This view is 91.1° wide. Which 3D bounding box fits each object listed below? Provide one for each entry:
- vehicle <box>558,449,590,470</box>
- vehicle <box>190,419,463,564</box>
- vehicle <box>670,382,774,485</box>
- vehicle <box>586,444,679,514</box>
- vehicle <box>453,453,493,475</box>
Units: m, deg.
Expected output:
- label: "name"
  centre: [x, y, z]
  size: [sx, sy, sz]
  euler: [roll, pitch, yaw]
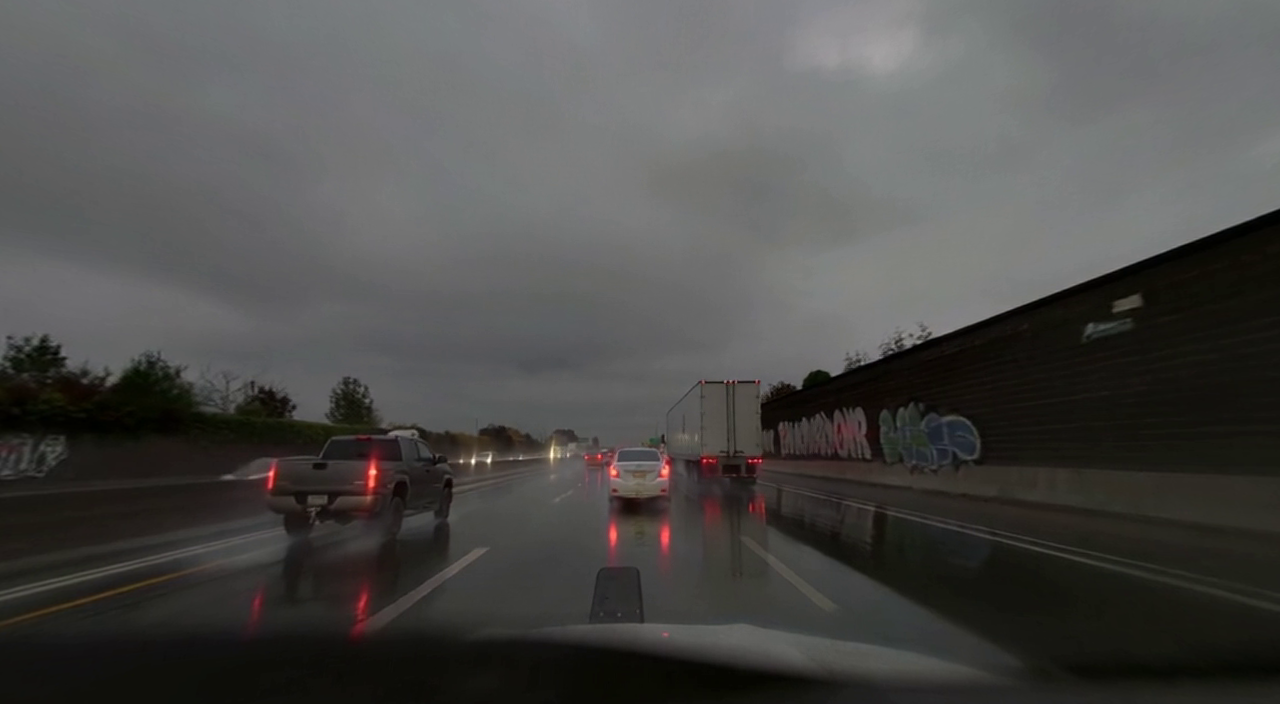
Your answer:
- label: "vehicle"
  centre: [-5.043, 8.277, 48.418]
  size: [2.067, 1.481, 4.085]
  euler: [0, -9, 0]
- label: "vehicle"
  centre: [-4.530, 2.075, 10.152]
  size: [1.988, 1.750, 4.711]
  euler: [0, -9, 0]
- label: "vehicle"
  centre: [3.557, 4.280, 31.991]
  size: [2.902, 4.014, 14.446]
  euler: [0, -9, -2]
- label: "vehicle"
  centre: [-0.225, 3.073, 15.736]
  size: [2.033, 1.468, 4.015]
  euler: [0, -9, -2]
- label: "vehicle"
  centre: [-12.211, 8.208, 46.188]
  size: [1.768, 1.443, 4.425]
  euler: [-1, -9, 0]
